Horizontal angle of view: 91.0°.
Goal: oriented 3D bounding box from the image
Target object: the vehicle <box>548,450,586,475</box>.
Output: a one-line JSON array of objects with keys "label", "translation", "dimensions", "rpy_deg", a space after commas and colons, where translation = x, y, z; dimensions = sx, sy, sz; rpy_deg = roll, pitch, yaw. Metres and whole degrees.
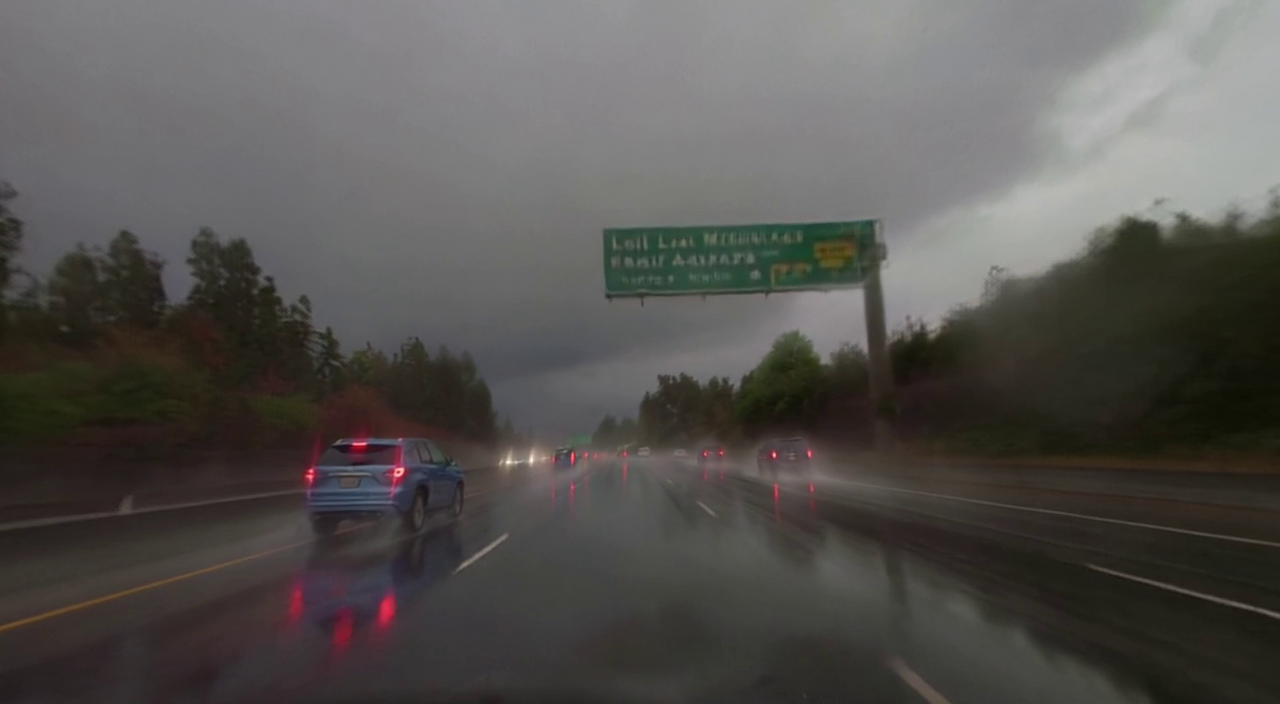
[{"label": "vehicle", "translation": [-4.577, 6.994, 40.049], "dimensions": [2.009, 1.488, 4.289], "rpy_deg": [0, -9, -2]}]

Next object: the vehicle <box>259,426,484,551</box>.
[{"label": "vehicle", "translation": [-4.328, 2.257, 11.092], "dimensions": [2.079, 1.745, 4.281], "rpy_deg": [0, -9, 0]}]

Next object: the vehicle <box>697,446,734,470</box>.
[{"label": "vehicle", "translation": [5.829, 8.225, 49.042], "dimensions": [2.107, 1.732, 4.527], "rpy_deg": [0, -9, -3]}]

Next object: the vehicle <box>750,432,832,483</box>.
[{"label": "vehicle", "translation": [6.782, 4.822, 29.032], "dimensions": [2.378, 2.096, 5.119], "rpy_deg": [0, -9, -1]}]
